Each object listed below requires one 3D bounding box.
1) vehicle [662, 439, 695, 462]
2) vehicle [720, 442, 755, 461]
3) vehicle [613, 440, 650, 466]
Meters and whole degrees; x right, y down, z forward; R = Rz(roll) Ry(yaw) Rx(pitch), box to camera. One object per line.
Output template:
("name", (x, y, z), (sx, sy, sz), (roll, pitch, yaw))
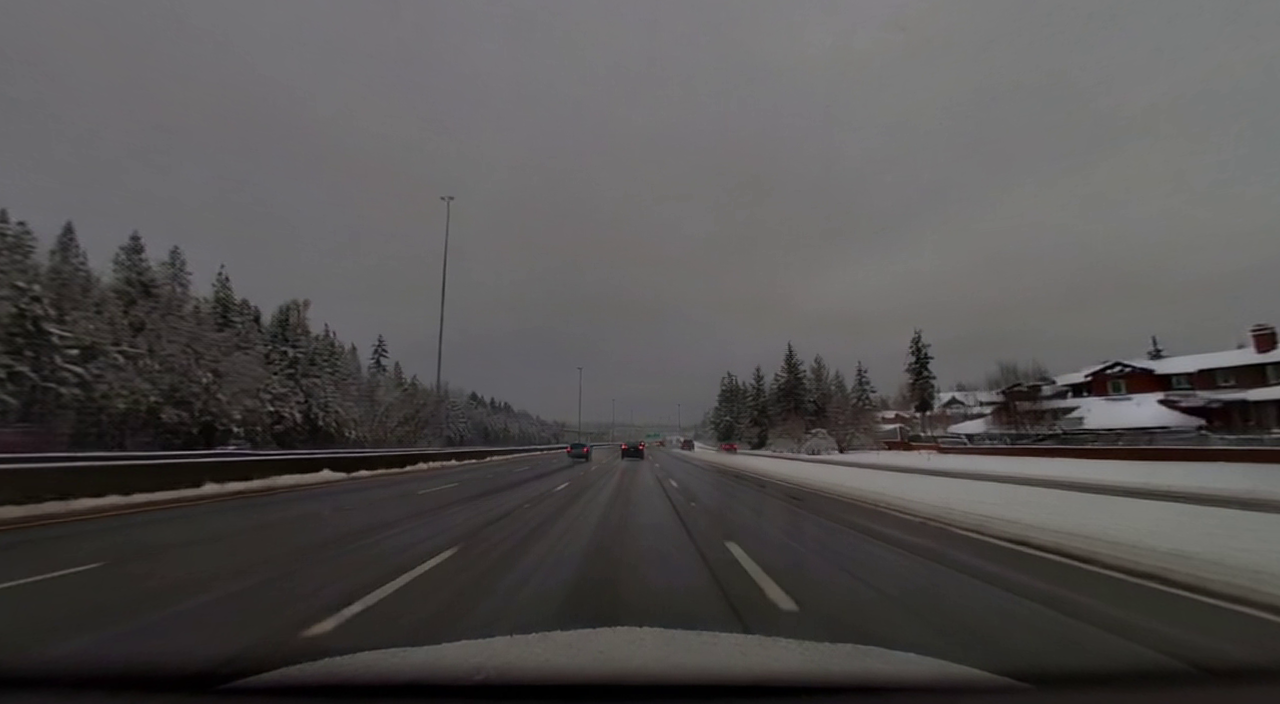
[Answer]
("vehicle", (2.791, 7.268, 46.986), (2.084, 1.624, 3.935), (0, -8, -1))
("vehicle", (7.542, 7.740, 49.413), (2.009, 1.419, 3.970), (0, -8, -1))
("vehicle", (-0.494, 6.135, 38.702), (2.146, 1.485, 4.332), (0, -8, 0))
